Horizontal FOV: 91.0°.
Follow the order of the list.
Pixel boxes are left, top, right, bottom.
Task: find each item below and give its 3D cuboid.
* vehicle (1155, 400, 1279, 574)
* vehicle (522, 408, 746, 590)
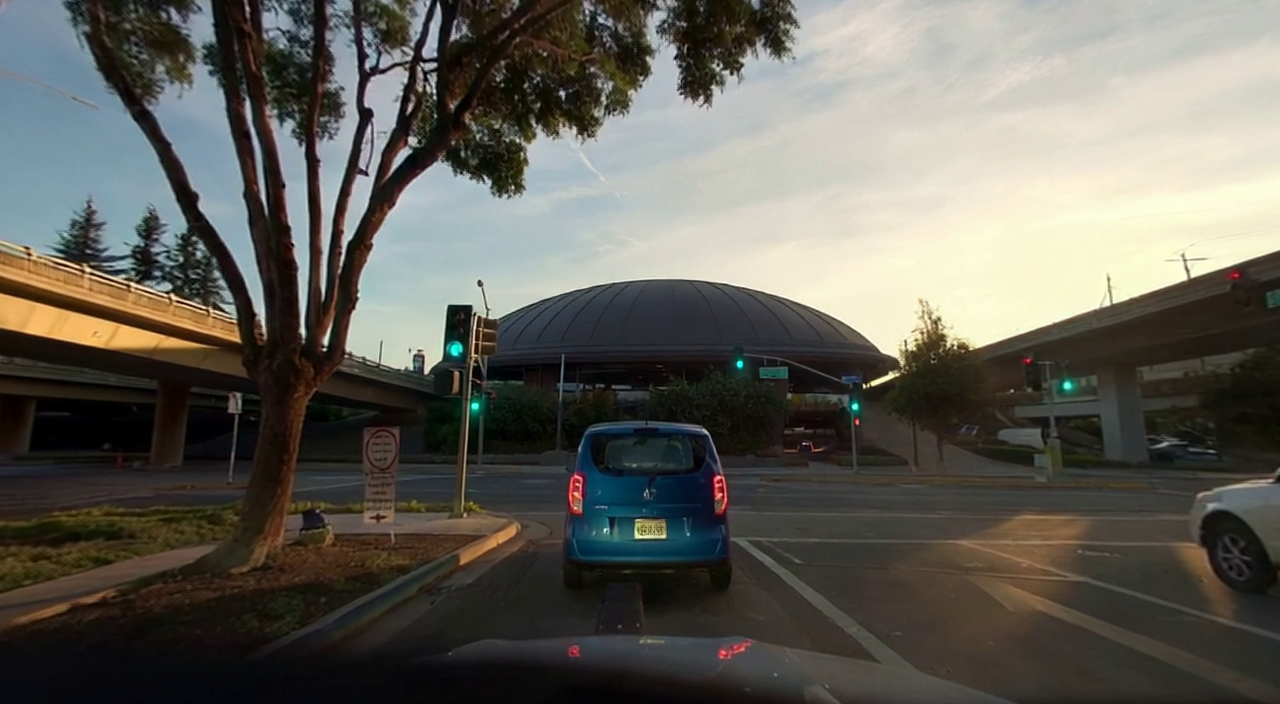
[{"bbox_3d":[7.598,1.268,5.642,2.055,1.776,4.646,0,-9,1],"label":"vehicle"},{"bbox_3d":[-0.046,1.589,7.525,1.976,1.584,3.772,0,-9,0],"label":"vehicle"}]
